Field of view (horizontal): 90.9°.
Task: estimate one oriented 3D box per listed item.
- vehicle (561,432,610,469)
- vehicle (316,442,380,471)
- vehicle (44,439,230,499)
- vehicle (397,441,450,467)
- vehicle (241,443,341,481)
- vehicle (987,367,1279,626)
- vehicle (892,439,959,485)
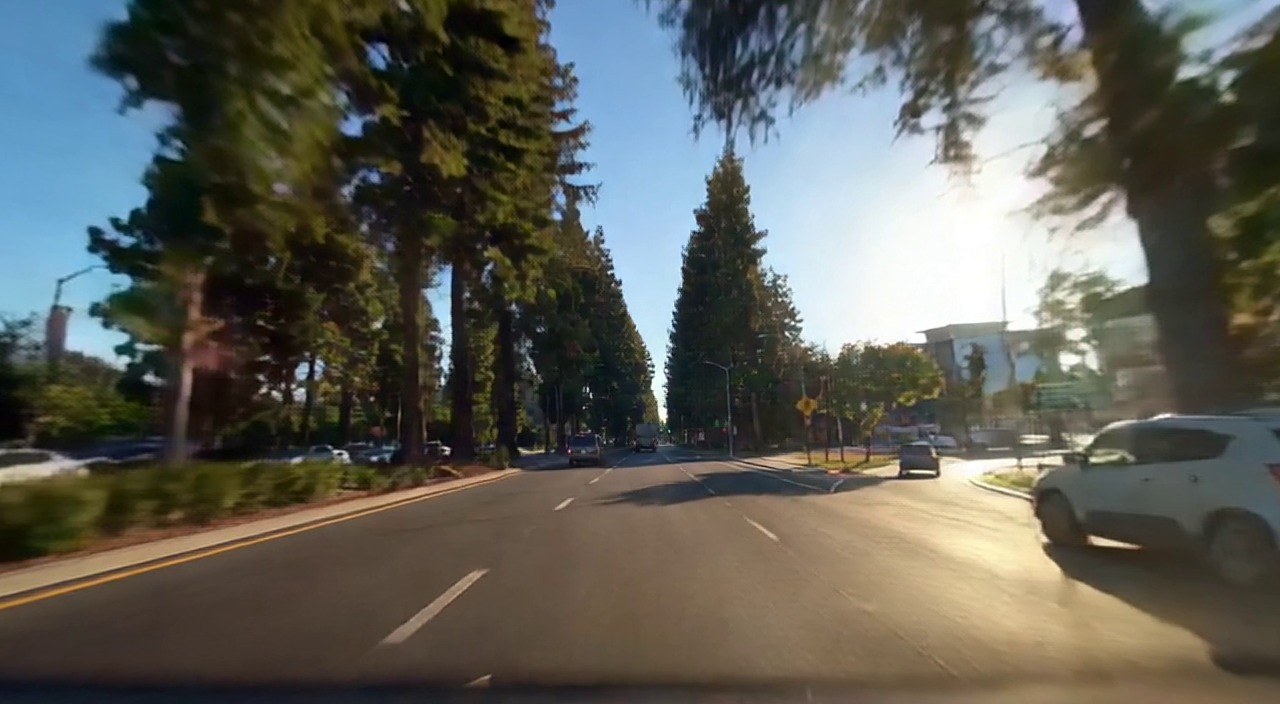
[{"bbox_3d":[-3.054,5.683,36.430,2.255,1.940,4.822,0,-9,2],"label":"vehicle"},{"bbox_3d":[-19.692,7.058,42.760,2.036,1.770,4.623,1,-9,0],"label":"vehicle"},{"bbox_3d":[-16.539,3.837,21.176,2.163,1.761,4.848,0,-9,1],"label":"vehicle"},{"bbox_3d":[-16.008,7.564,46.935,2.182,1.790,4.713,0,-9,1],"label":"vehicle"},{"bbox_3d":[-16.477,5.195,30.092,2.042,1.654,4.603,0,-9,1],"label":"vehicle"},{"bbox_3d":[6.550,1.493,7.273,2.381,2.008,5.971,-1,-9,8],"label":"vehicle"},{"bbox_3d":[12.077,4.614,26.869,2.280,1.757,4.572,-4,-9,22],"label":"vehicle"}]
